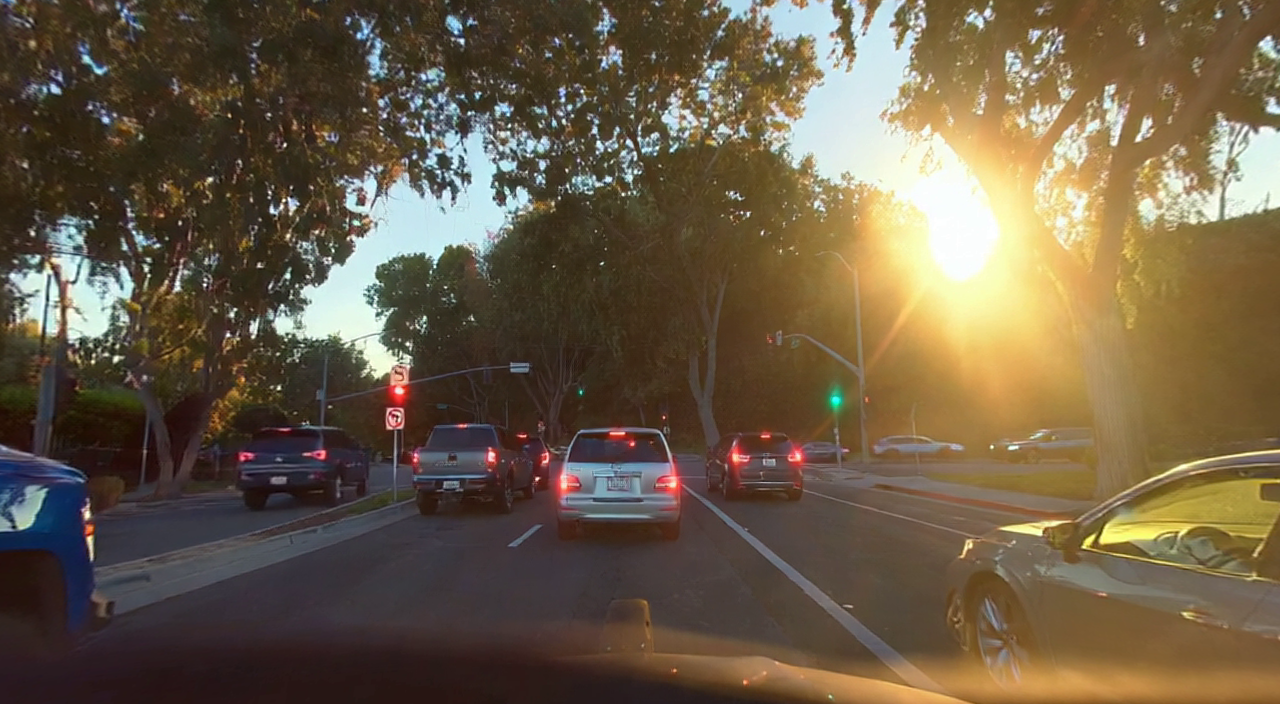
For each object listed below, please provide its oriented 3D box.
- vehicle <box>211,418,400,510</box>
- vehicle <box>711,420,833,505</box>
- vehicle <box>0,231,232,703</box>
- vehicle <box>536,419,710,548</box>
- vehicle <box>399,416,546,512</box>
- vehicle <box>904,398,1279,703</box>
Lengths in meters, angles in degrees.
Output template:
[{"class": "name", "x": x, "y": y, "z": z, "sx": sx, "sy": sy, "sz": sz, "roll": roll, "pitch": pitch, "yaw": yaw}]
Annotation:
[{"class": "vehicle", "x": -7.456, "y": 2.543, "z": 14.769, "sx": 2.088, "sy": 1.787, "sz": 4.728, "roll": 0, "pitch": -8, "yaw": -4}, {"class": "vehicle", "x": 3.135, "y": 2.764, "z": 16.124, "sx": 2.102, "sy": 1.841, "sz": 4.587, "roll": 0, "pitch": -8, "yaw": 0}, {"class": "vehicle", "x": -3.484, "y": 0.354, "z": 0.317, "sx": 2.656, "sy": 2.021, "sz": 5.800, "roll": 0, "pitch": -8, "yaw": 0}, {"class": "vehicle", "x": -0.221, "y": 1.935, "z": 9.871, "sx": 2.194, "sy": 1.607, "sz": 3.690, "roll": 0, "pitch": -8, "yaw": 0}, {"class": "vehicle", "x": -3.629, "y": 2.525, "z": 14.642, "sx": 2.089, "sy": 1.857, "sz": 4.488, "roll": 0, "pitch": -8, "yaw": 1}, {"class": "vehicle", "x": 3.009, "y": 0.962, "z": 2.516, "sx": 1.874, "sy": 1.477, "sz": 4.698, "roll": 0, "pitch": -8, "yaw": 0}]
